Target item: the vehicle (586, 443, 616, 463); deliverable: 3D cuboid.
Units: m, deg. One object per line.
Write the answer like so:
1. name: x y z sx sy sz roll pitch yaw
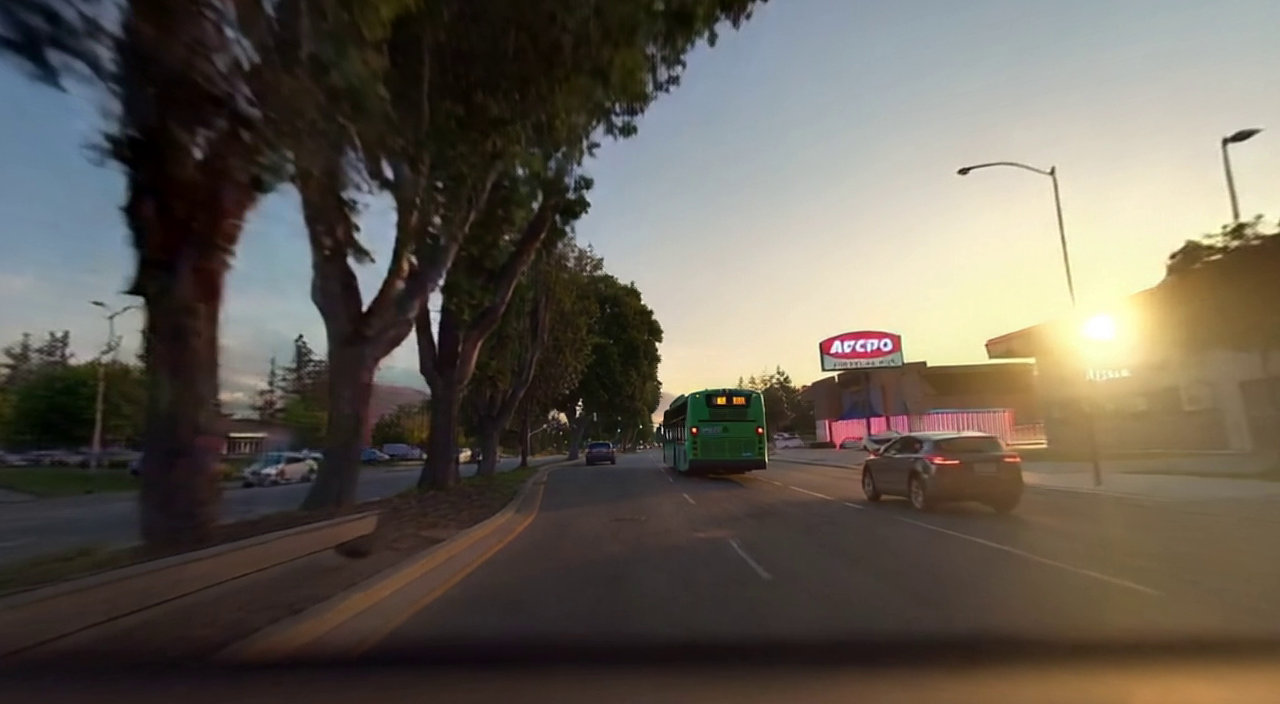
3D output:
1. vehicle: -2.957 7.722 48.218 2.211 1.416 4.179 0 -8 -3

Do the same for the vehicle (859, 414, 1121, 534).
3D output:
1. vehicle: 6.009 2.151 11.709 2.129 1.754 4.668 0 -8 0

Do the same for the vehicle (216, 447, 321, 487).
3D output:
1. vehicle: -19.082 5.909 32.725 2.277 1.764 5.283 -2 -8 0

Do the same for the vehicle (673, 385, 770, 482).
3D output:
1. vehicle: 3.024 3.467 26.238 2.766 3.306 9.281 0 -8 0

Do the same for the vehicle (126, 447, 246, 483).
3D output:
1. vehicle: -25.106 6.248 34.967 4.857 1.846 2.185 0 -8 -2

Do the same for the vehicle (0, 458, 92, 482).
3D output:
1. vehicle: -38.657 7.594 40.486 4.646 1.447 2.215 0 -9 0

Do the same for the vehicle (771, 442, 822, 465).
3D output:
1. vehicle: 10.515 6.833 42.704 2.073 1.443 4.860 0 -8 -2
